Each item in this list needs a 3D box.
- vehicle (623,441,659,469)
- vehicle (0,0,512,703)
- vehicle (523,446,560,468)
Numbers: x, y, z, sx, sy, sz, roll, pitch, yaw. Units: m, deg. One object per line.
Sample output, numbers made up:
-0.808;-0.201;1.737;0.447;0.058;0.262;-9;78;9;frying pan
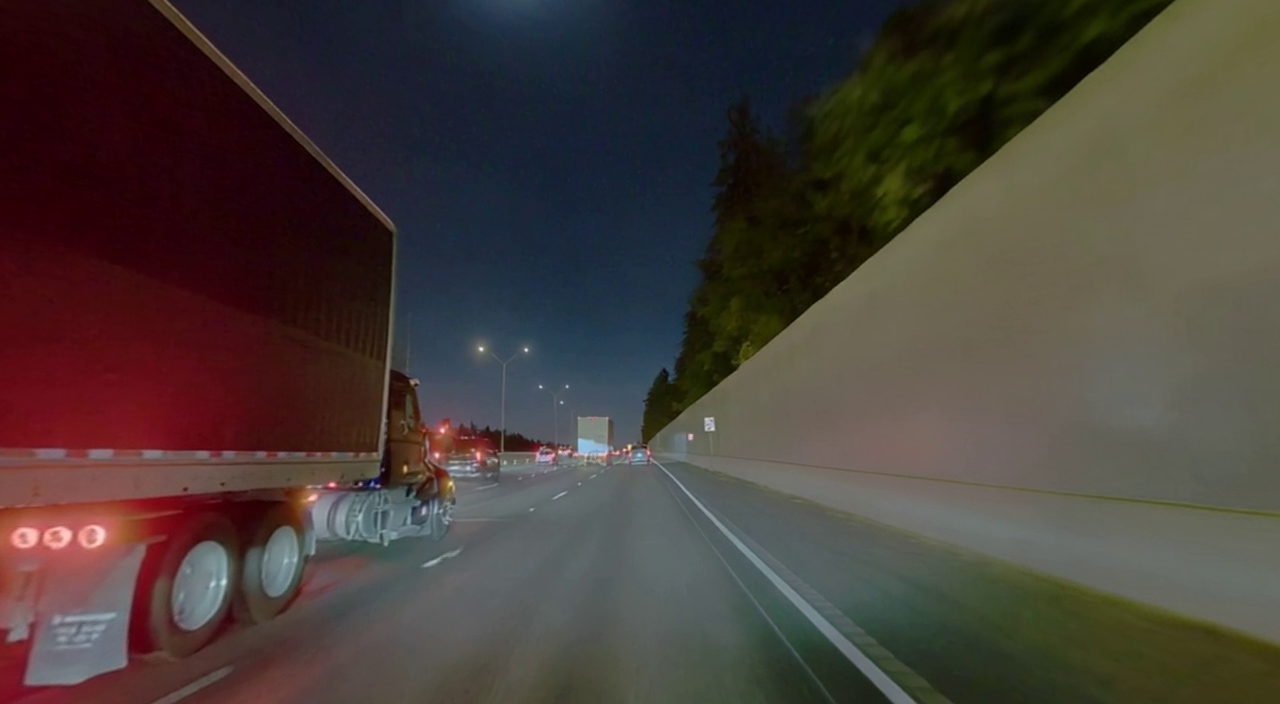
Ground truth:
0.055;6.543;40.059;2.178;1.640;4.071;0;-9;0;vehicle
-3.751;0.600;5.878;3.025;3.266;9.256;0;-9;1;vehicle
-7.039;7.505;45.250;1.962;1.489;4.002;0;-9;1;vehicle
